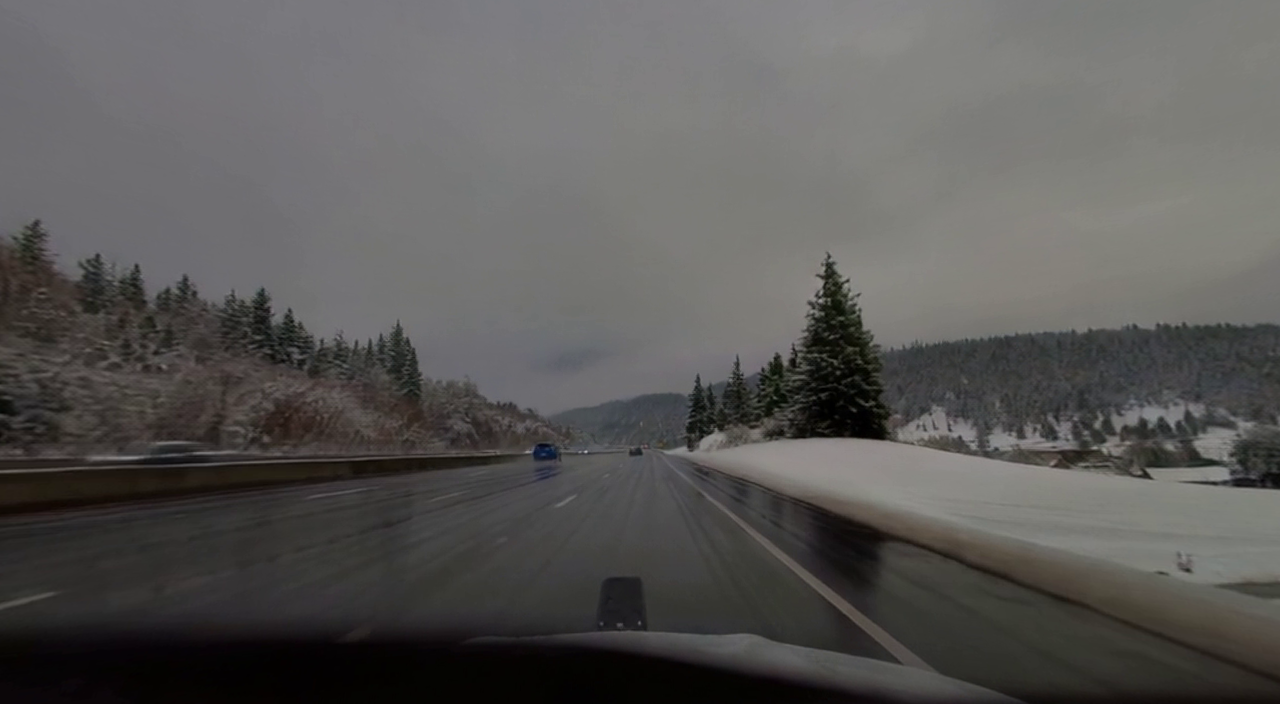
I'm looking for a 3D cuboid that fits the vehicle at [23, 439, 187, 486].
[{"bbox_3d":[-19.570,4.041,23.417,1.851,1.545,4.735,0,-8,1],"label":"vehicle"}]
